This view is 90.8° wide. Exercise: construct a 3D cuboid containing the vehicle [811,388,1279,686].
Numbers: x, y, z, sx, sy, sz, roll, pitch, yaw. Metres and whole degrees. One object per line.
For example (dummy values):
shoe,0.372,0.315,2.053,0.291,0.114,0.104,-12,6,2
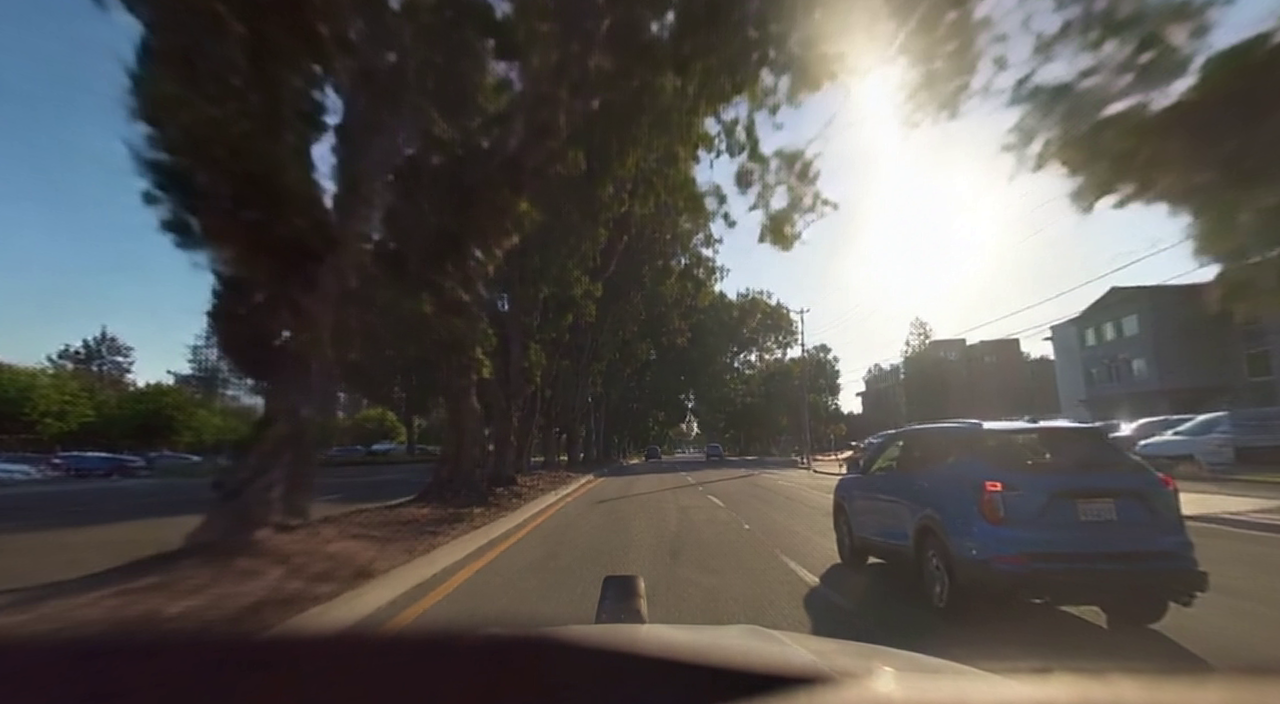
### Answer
vehicle,3.224,1.379,5.781,2.060,1.665,4.284,0,-9,0
